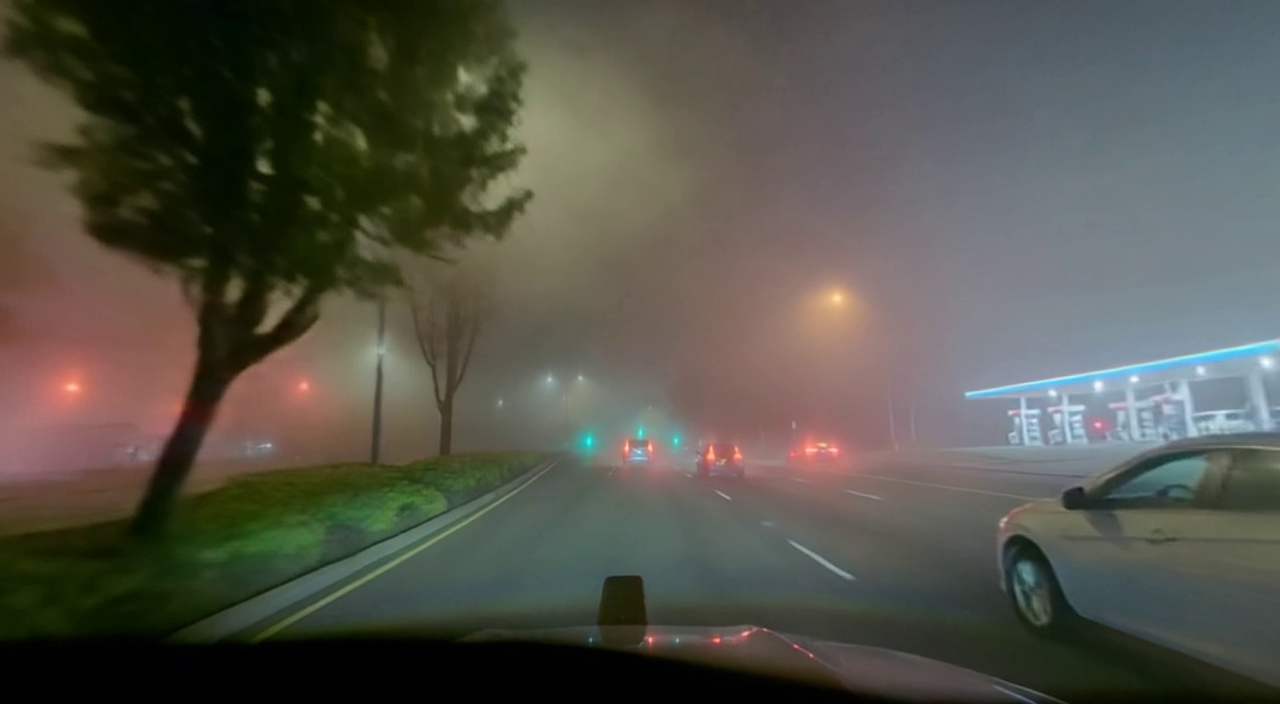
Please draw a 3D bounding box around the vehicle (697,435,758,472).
[{"bbox_3d":[3.843,4.554,28.259,1.980,1.515,4.362,0,-8,-2],"label":"vehicle"}]

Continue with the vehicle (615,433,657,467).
[{"bbox_3d":[-0.233,5.350,34.313,2.172,1.694,4.055,0,-8,-1],"label":"vehicle"}]

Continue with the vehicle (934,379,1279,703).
[{"bbox_3d":[3.575,0.940,2.926,2.119,1.509,4.756,0,-8,0],"label":"vehicle"}]

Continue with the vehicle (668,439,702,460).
[{"bbox_3d":[3.237,7.163,46.140,2.114,1.473,4.495,0,-8,-1],"label":"vehicle"}]

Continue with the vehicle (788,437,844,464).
[{"bbox_3d":[10.022,5.656,36.129,1.906,1.488,4.251,0,-8,-1],"label":"vehicle"}]
